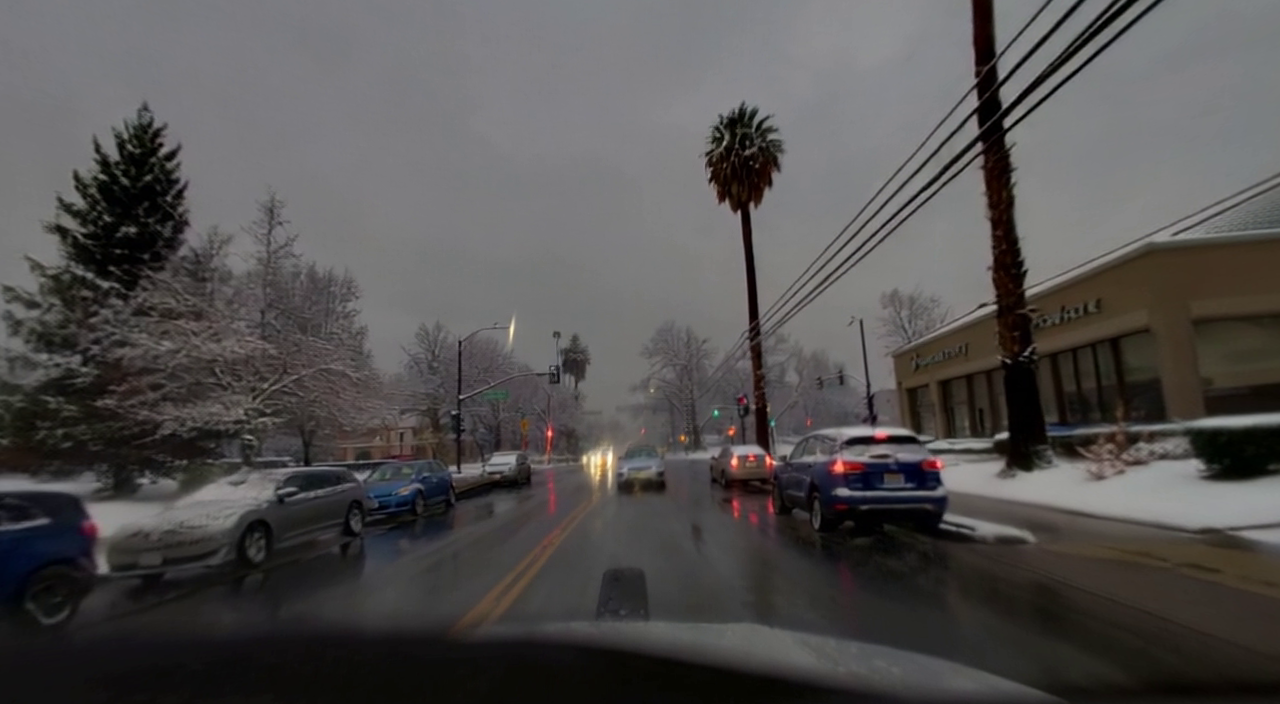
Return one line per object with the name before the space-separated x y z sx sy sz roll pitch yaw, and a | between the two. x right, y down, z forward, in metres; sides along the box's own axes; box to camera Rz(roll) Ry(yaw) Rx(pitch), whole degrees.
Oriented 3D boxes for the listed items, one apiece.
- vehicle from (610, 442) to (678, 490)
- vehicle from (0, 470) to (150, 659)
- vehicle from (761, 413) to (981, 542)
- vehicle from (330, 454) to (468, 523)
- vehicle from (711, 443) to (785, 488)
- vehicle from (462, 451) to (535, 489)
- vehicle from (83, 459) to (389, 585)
vehicle | 0.102 3.793 21.372 2.060 1.452 4.078 0 -8 0
vehicle | -6.232 1.685 4.517 1.810 1.489 4.336 -1 -8 3
vehicle | 3.737 2.144 11.489 2.099 1.786 5.198 0 -8 1
vehicle | -6.105 3.479 16.635 1.850 1.482 4.454 0 -8 1
vehicle | 3.715 3.968 22.508 1.821 1.417 4.454 0 -8 0
vehicle | -6.150 5.177 28.051 2.105 1.469 4.693 0 -8 1
vehicle | -6.110 2.572 10.431 1.874 1.472 4.668 0 -8 1
